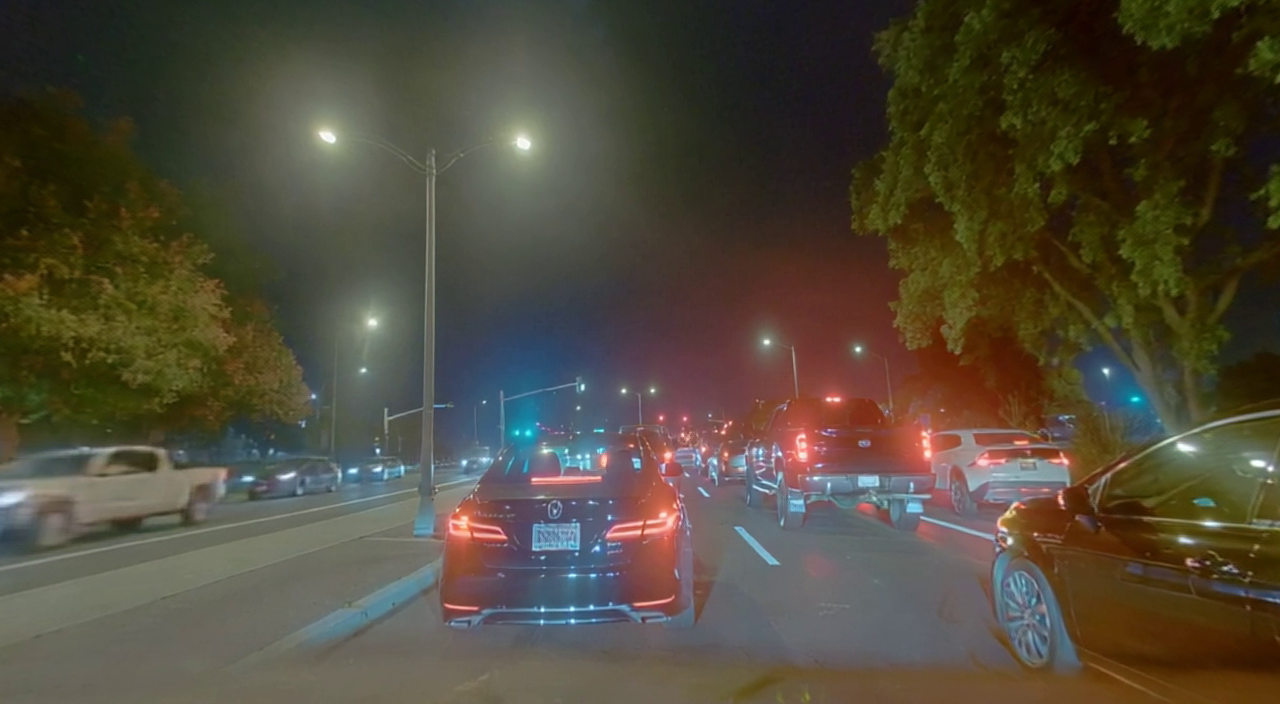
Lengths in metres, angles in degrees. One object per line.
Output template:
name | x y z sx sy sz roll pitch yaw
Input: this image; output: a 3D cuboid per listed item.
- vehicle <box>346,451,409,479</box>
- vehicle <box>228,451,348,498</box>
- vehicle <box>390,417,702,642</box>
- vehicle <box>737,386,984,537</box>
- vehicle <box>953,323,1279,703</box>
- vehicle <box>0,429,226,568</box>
vehicle | -15.848 6.810 38.156 1.966 1.563 4.203 0 -9 1
vehicle | -12.653 4.398 22.916 1.926 1.519 4.104 0 -9 1
vehicle | -0.582 1.502 6.332 2.111 1.506 4.018 0 -9 2
vehicle | 3.520 1.956 11.706 2.444 2.098 5.766 0 -9 -1
vehicle | 3.158 0.760 2.077 1.982 1.709 4.427 0 -9 1
vehicle | -8.943 2.087 9.578 1.986 1.712 4.686 0 -8 1
